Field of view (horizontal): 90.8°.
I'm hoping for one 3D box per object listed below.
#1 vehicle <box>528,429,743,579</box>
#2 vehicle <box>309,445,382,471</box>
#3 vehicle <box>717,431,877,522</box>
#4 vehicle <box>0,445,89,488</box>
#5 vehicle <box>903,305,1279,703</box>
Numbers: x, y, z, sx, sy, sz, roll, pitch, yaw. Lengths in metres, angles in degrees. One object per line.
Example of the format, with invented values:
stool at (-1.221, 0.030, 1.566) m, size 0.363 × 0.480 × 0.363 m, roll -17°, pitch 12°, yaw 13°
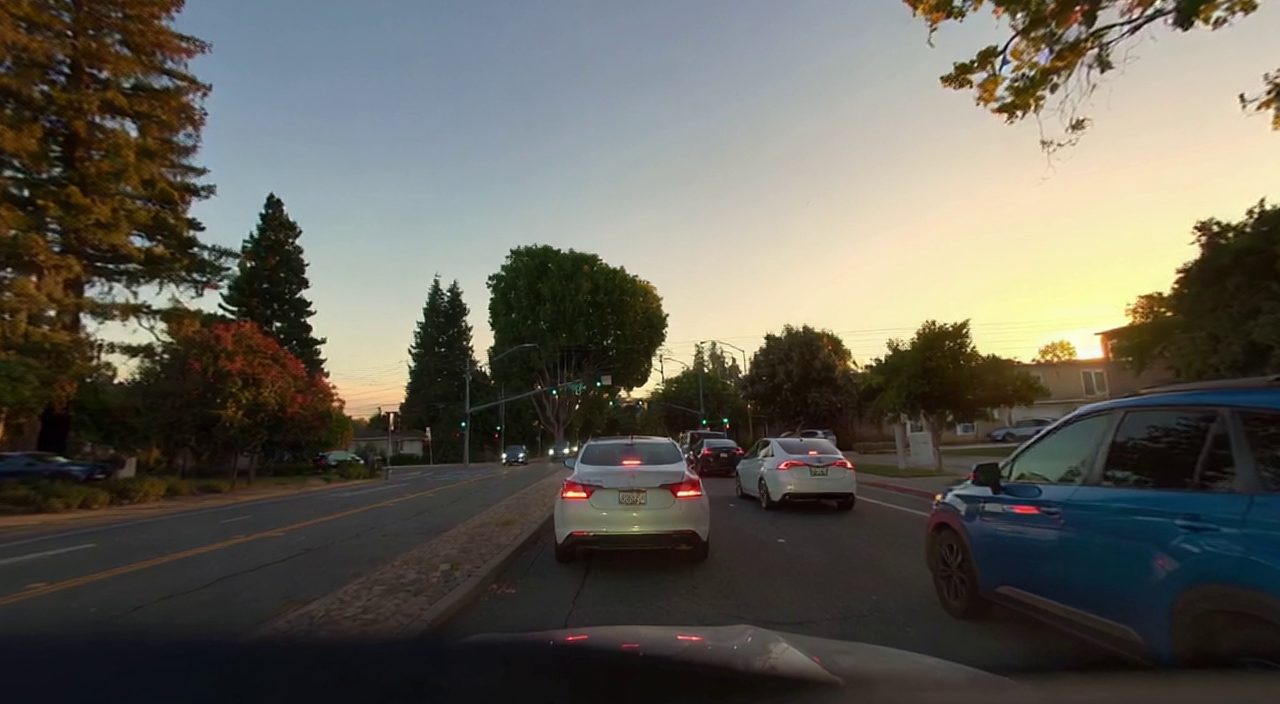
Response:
vehicle at (-0.099, 1.855, 8.575) m, size 2.186 × 1.500 × 4.141 m, roll 0°, pitch -8°, yaw -1°
vehicle at (-19.890, 7.154, 42.780) m, size 3.957 × 1.630 × 1.881 m, roll 0°, pitch -8°, yaw 0°
vehicle at (2.940, 2.453, 13.033) m, size 1.971 × 1.517 × 4.521 m, roll 0°, pitch -8°, yaw -2°
vehicle at (-22.580, 4.083, 22.625) m, size 4.092 × 1.438 × 1.639 m, roll -1°, pitch -8°, yaw 1°
vehicle at (3.359, 0.867, 3.356) m, size 2.006 × 1.766 × 4.345 m, roll 0°, pitch -8°, yaw 0°
